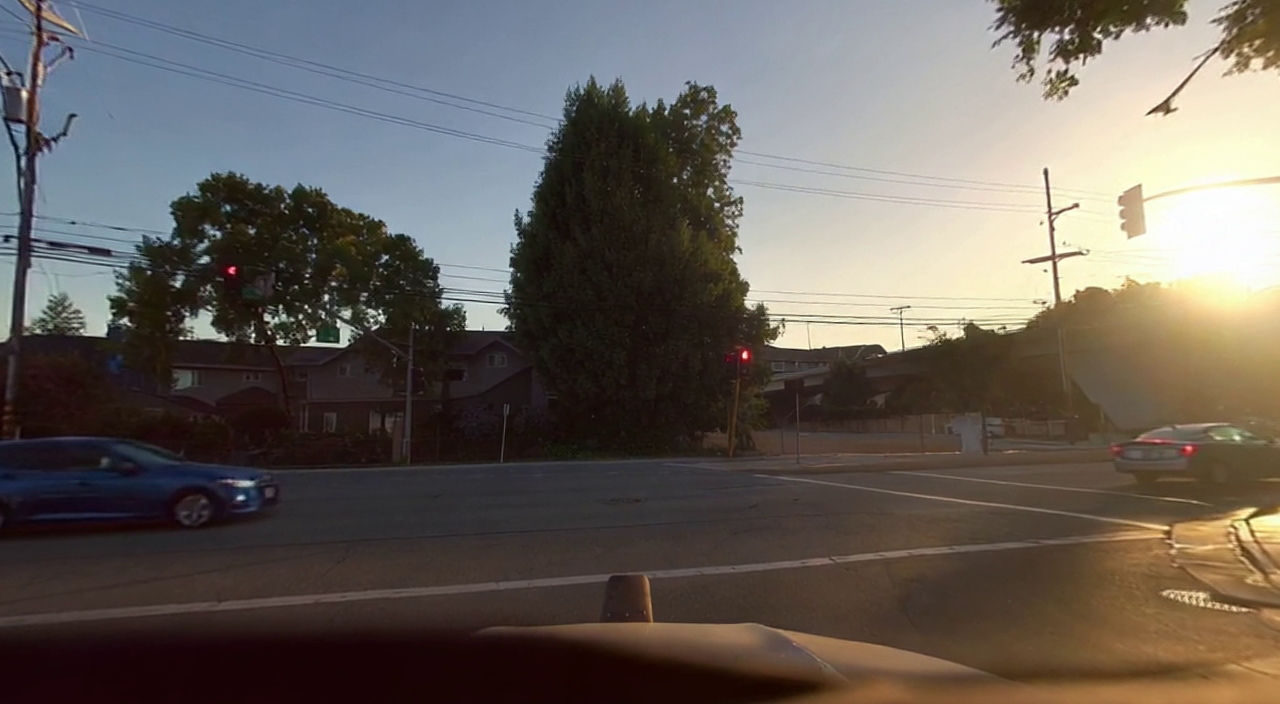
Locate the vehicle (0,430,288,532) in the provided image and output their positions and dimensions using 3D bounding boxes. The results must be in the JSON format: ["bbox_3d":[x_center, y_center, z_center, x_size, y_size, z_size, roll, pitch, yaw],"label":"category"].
[{"bbox_3d":[-8.767,2.079,10.523,4.610,1.476,2.021,2,-9,-15],"label":"vehicle"}]

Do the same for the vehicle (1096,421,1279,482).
[{"bbox_3d":[14.757,2.563,16.436,4.757,1.442,1.858,2,-9,-14],"label":"vehicle"}]
